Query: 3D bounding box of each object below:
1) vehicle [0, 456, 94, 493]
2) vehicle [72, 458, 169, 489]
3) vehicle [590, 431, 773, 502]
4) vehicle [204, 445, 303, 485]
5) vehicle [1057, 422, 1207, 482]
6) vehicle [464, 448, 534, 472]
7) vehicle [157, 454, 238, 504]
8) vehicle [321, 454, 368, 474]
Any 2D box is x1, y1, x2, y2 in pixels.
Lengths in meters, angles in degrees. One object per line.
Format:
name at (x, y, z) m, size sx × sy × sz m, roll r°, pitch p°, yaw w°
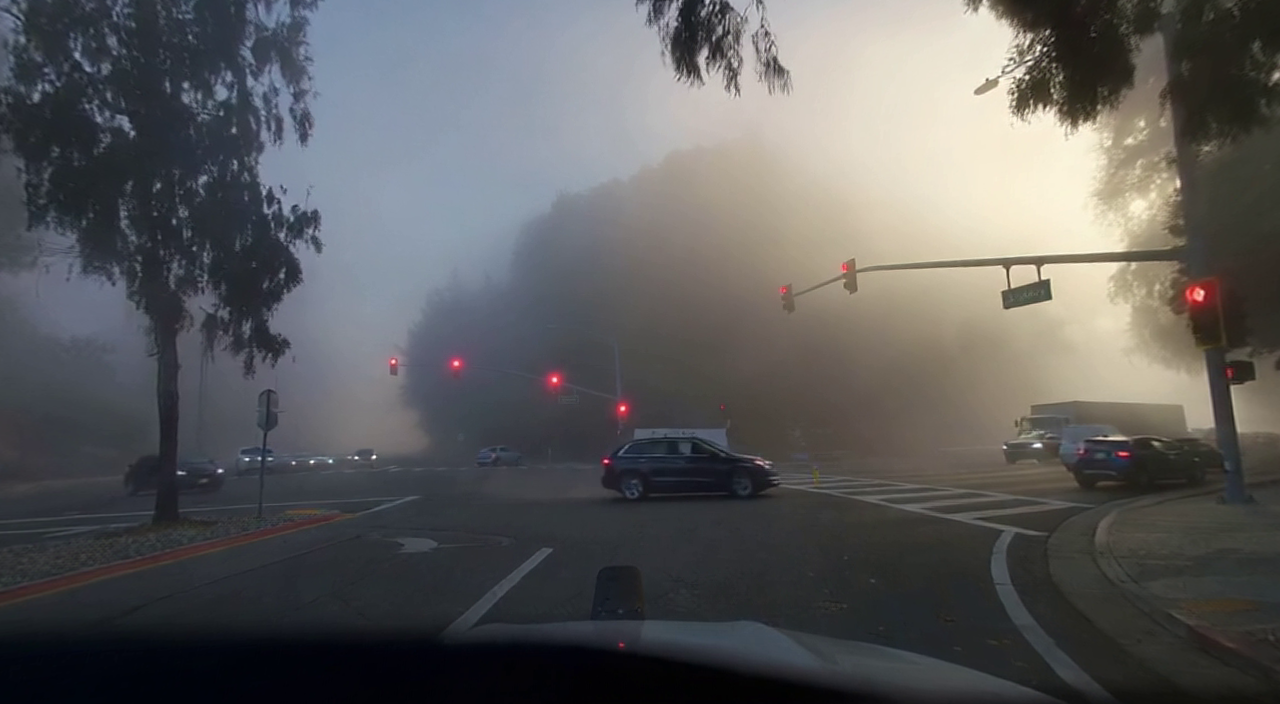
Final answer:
vehicle at (-31.172, 6.265, 32.647) m, size 2.142 × 1.723 × 4.692 m, roll 1°, pitch -9°, yaw -9°
vehicle at (-28.358, 6.619, 34.701) m, size 1.965 × 1.448 × 4.553 m, roll 1°, pitch -9°, yaw -8°
vehicle at (1.030, 2.835, 15.808) m, size 4.281 × 1.621 × 1.903 m, roll -1°, pitch -9°, yaw 6°
vehicle at (-20.897, 6.099, 34.556) m, size 2.358 × 1.937 × 5.896 m, roll 1°, pitch -9°, yaw -8°
vehicle at (16.358, 3.296, 20.969) m, size 4.619 × 1.759 × 2.101 m, roll 4°, pitch -10°, yaw -28°
vehicle at (-9.289, 7.115, 41.817) m, size 1.989 × 1.496 × 4.211 m, roll -7°, pitch -11°, yaw 37°
vehicle at (-15.224, 4.260, 21.713) m, size 1.957 × 1.471 × 4.728 m, roll 6°, pitch -11°, yaw -35°
vehicle at (-23.036, 8.723, 49.389) m, size 1.999 × 1.468 × 4.702 m, roll 1°, pitch -9°, yaw -8°
